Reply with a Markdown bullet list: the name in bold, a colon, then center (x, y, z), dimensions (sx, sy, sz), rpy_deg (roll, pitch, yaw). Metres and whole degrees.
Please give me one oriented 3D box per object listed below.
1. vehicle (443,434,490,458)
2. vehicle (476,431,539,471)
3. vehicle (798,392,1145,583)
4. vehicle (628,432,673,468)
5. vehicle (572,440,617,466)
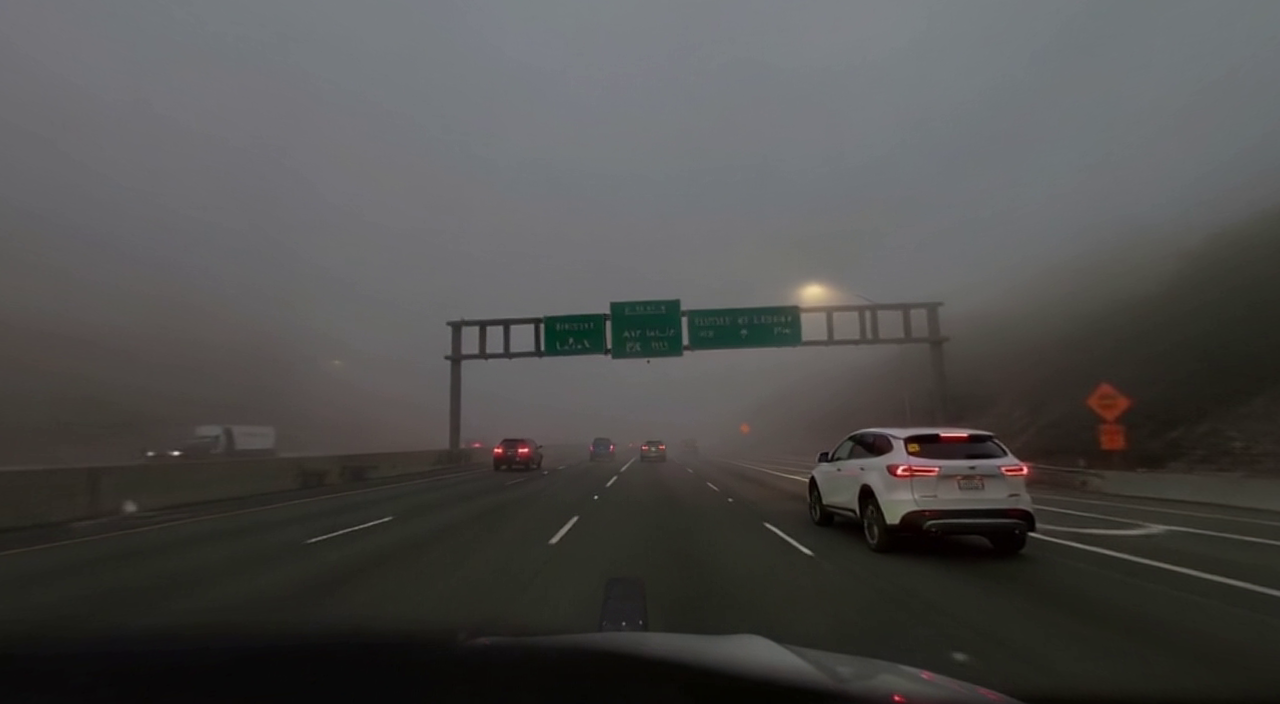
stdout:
- **vehicle**: center (-12.963, 7.091, 47.495), dimensions (2.076, 1.701, 5.093), rpy_deg (0, -8, 0)
- **vehicle**: center (-5.985, 4.518, 29.020), dimensions (1.946, 1.688, 4.019), rpy_deg (0, -8, 1)
- **vehicle**: center (3.784, 1.638, 8.456), dimensions (2.083, 1.823, 4.627), rpy_deg (0, -8, 0)
- **vehicle**: center (0.561, 5.030, 32.445), dimensions (2.133, 1.739, 3.925), rpy_deg (0, -8, 1)
- **vehicle**: center (-2.525, 5.768, 36.246), dimensions (2.205, 1.406, 4.286), rpy_deg (0, -8, 1)
